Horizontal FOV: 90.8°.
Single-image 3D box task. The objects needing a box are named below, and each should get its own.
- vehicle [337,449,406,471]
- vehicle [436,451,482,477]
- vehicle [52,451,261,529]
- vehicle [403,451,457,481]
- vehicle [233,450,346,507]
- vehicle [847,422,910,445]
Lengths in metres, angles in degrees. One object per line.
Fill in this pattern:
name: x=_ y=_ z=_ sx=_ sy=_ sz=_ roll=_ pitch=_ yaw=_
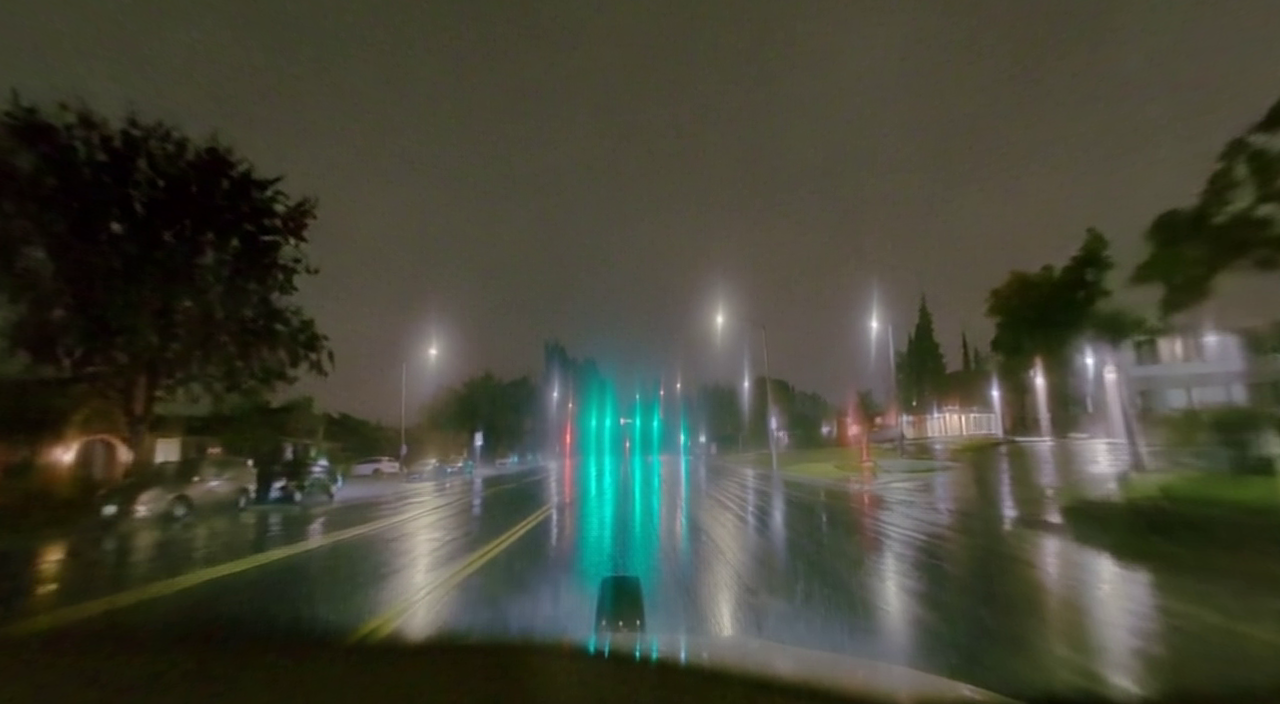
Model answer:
vehicle: x=-20.881 y=8.389 z=49.212 sx=4.498 sy=1.623 sz=1.903 roll=0 pitch=-8 yaw=1
vehicle: x=-12.605 y=7.809 z=44.216 sx=1.909 sy=1.477 sz=4.345 roll=-3 pitch=-8 yaw=-1
vehicle: x=-12.897 y=3.632 z=17.391 sx=1.882 sy=1.775 sz=4.904 roll=0 pitch=-8 yaw=0
vehicle: x=-12.647 y=6.881 z=38.325 sx=1.828 sy=1.510 sz=4.149 roll=-4 pitch=-8 yaw=0
vehicle: x=-12.631 y=4.532 z=23.110 sx=1.882 sy=1.727 sz=3.945 roll=-3 pitch=-8 yaw=1
vehicle: x=17.577 y=6.053 z=46.624 sx=1.726 sy=1.620 sz=3.938 roll=6 pitch=-11 yaw=-37
